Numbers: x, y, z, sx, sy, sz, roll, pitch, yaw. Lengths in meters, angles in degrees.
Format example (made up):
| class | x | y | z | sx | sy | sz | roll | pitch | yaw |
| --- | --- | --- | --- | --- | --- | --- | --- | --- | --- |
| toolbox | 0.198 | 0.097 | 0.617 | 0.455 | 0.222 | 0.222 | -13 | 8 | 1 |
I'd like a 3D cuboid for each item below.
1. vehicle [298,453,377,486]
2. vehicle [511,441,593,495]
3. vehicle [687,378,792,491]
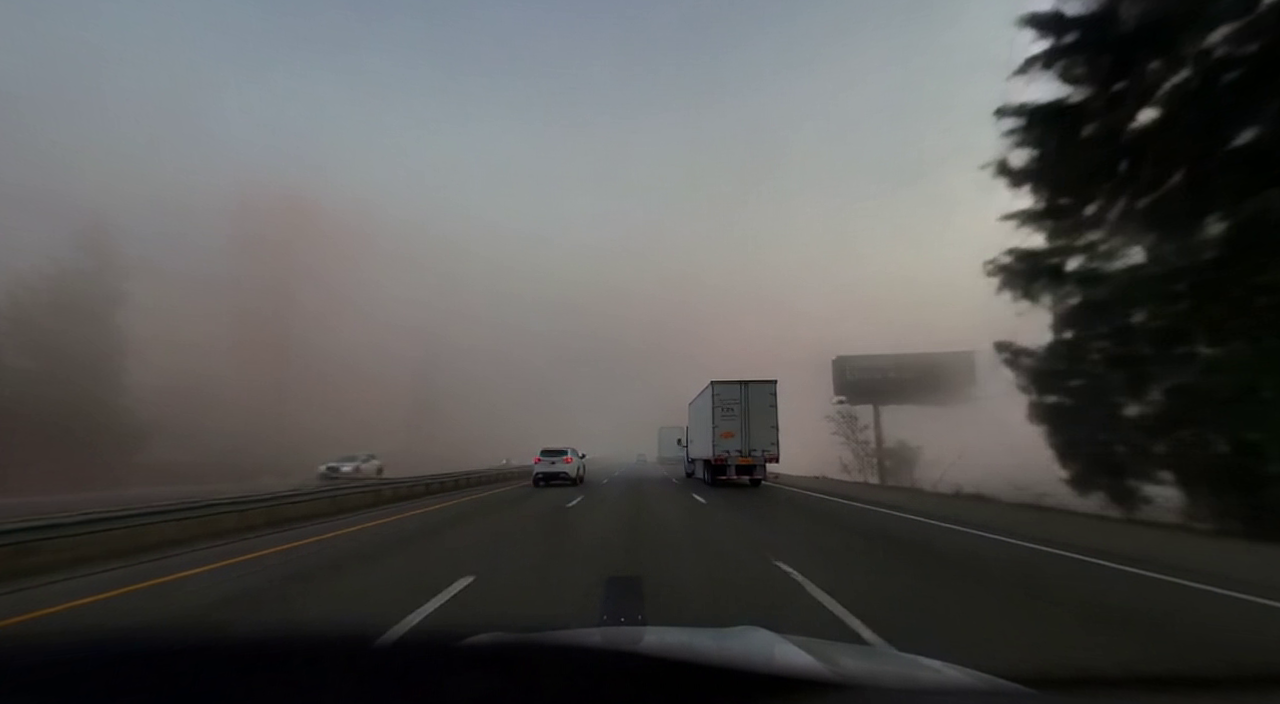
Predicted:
| class | x | y | z | sx | sy | sz | roll | pitch | yaw |
| --- | --- | --- | --- | --- | --- | --- | --- | --- | --- |
| vehicle | -15.843 | 6.155 | 33.311 | 1.928 | 1.577 | 4.444 | 0 | -9 | 0 |
| vehicle | -3.157 | 4.312 | 23.823 | 2.291 | 1.788 | 4.825 | 0 | -9 | 1 |
| vehicle | 4.282 | 4.226 | 30.988 | 2.826 | 4.269 | 14.176 | 0 | -9 | 0 |
